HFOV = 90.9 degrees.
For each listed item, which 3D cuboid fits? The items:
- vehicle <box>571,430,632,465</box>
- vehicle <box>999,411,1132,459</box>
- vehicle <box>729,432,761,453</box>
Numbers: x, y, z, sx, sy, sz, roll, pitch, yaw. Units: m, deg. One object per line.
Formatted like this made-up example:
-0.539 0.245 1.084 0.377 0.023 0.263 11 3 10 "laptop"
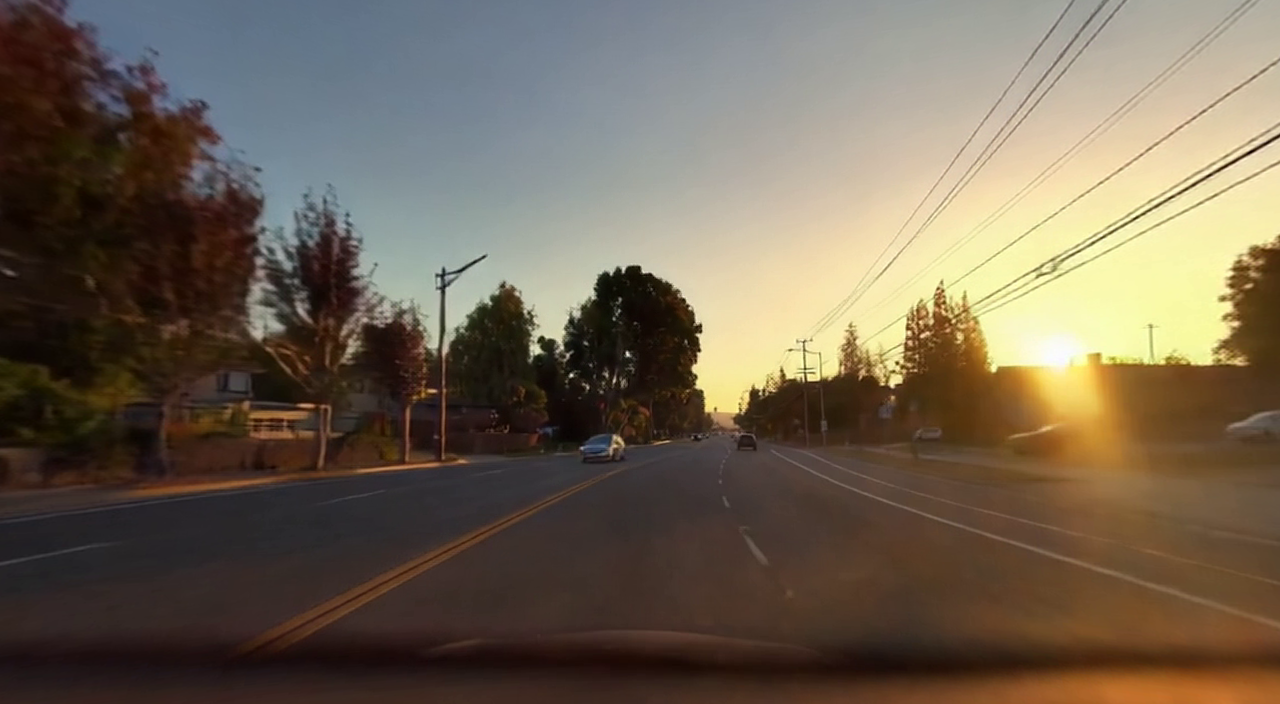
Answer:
-1.703 4.495 29.718 1.974 1.479 4.392 -2 -9 9 "vehicle"
19.251 3.835 28.768 4.687 1.805 2.130 -9 -11 32 "vehicle"
7.884 6.840 47.520 1.982 1.451 4.152 -1 -8 5 "vehicle"
